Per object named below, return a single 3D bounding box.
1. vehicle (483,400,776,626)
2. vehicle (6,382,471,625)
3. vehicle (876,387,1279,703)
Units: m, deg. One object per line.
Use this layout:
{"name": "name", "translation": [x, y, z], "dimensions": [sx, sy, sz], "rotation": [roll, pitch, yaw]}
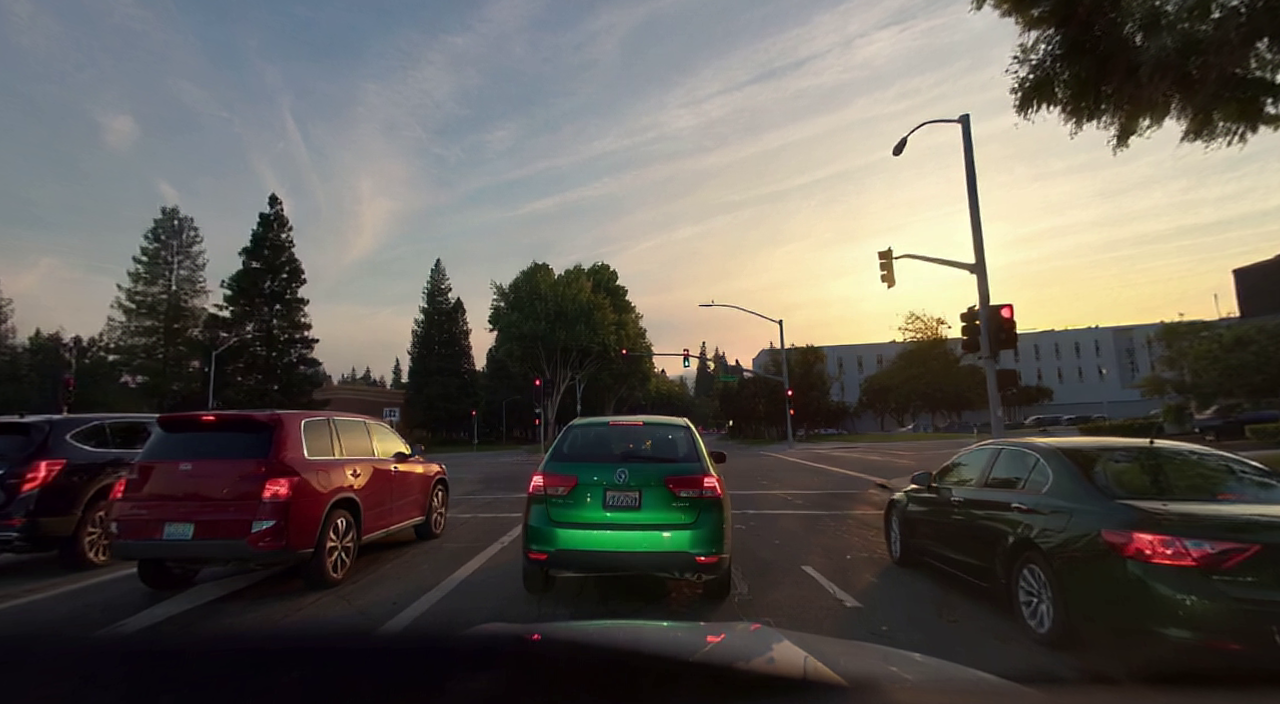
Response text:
{"name": "vehicle", "translation": [-0.055, 1.400, 6.305], "dimensions": [2.047, 1.579, 3.642], "rotation": [0, -8, 1]}
{"name": "vehicle", "translation": [-3.559, 1.421, 6.851], "dimensions": [2.014, 1.755, 4.360], "rotation": [0, -8, 3]}
{"name": "vehicle", "translation": [3.584, 1.202, 4.606], "dimensions": [2.010, 1.486, 4.498], "rotation": [0, -8, 1]}
